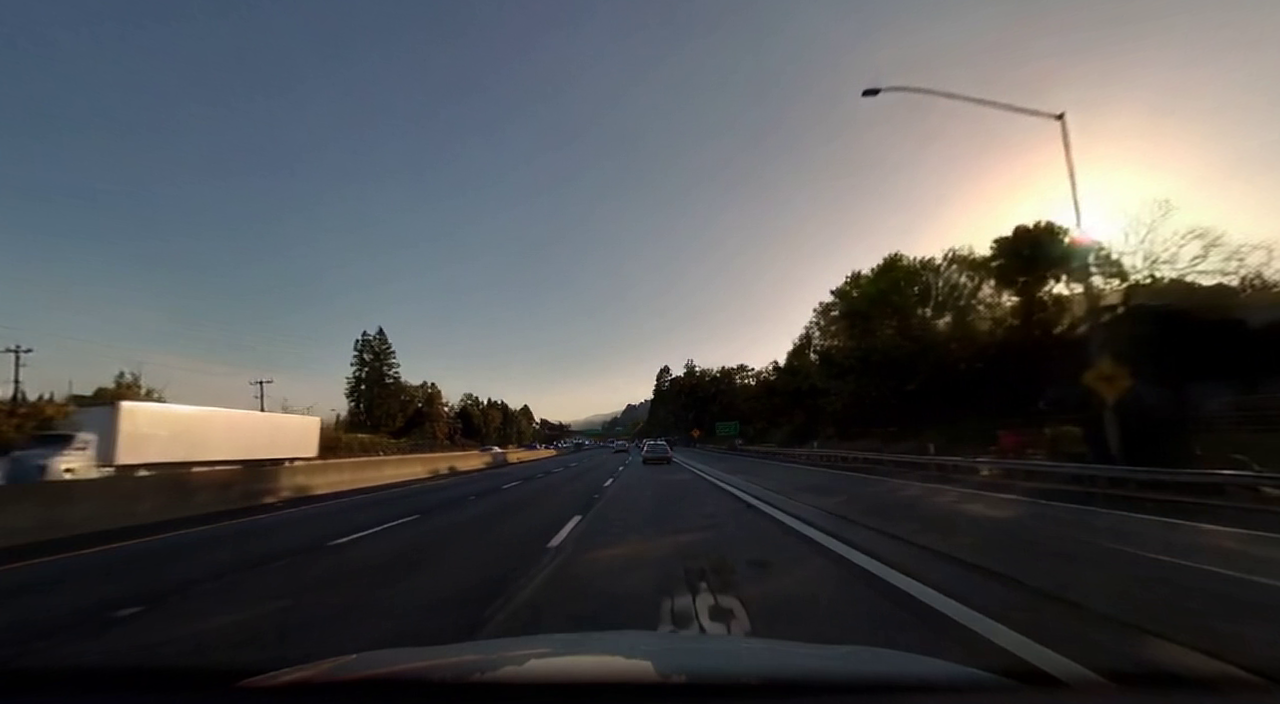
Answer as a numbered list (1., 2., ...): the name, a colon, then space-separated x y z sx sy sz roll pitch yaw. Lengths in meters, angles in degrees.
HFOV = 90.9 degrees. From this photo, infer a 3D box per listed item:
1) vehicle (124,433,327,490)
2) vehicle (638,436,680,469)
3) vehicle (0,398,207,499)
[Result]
1. vehicle: -24.957 6.700 39.770 2.832 2.907 14.577 0 -8 1
2. vehicle: 1.018 5.768 36.370 2.260 1.766 4.348 0 -8 0
3. vehicle: -25.071 4.488 29.630 3.029 4.038 8.668 0 -8 1
